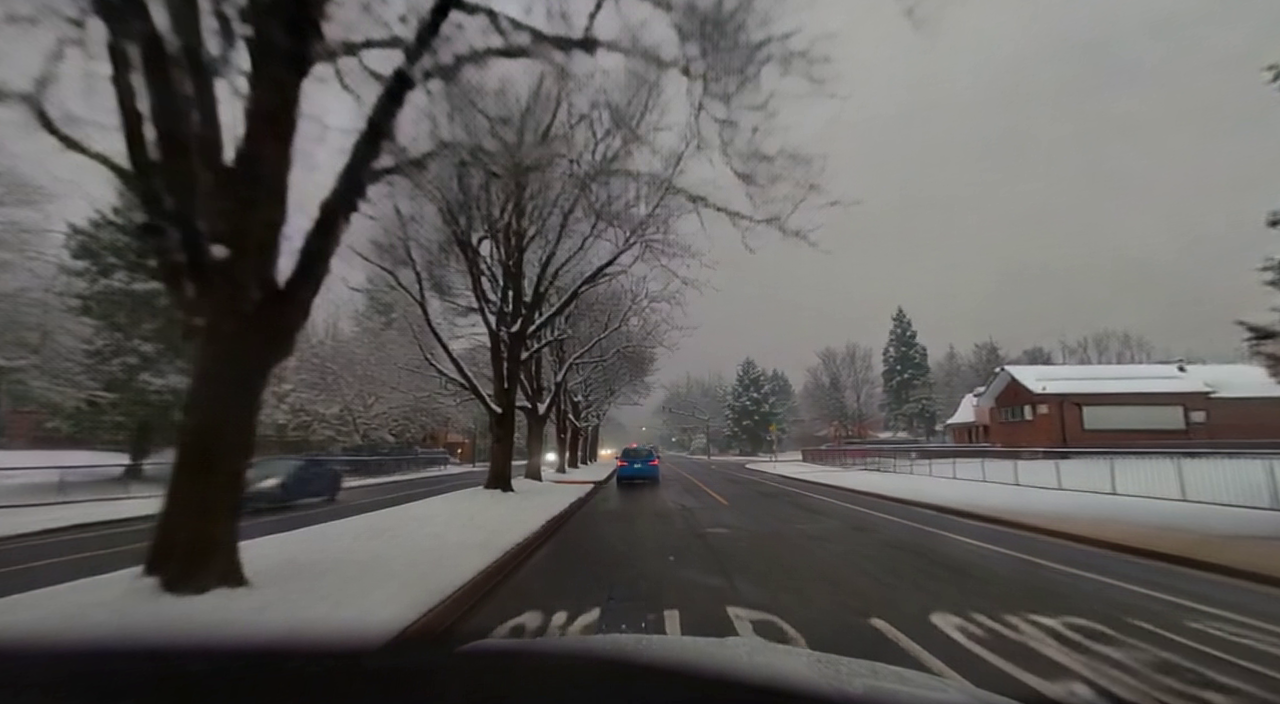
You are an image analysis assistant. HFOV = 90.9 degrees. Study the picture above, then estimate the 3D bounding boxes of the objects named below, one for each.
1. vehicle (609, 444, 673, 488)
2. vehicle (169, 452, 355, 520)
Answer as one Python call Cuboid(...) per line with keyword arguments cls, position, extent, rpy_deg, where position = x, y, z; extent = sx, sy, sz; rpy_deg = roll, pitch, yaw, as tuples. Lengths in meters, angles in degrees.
Cuboid(cls="vehicle", position=(0.030, 4.221, 23.737), extent=(2.158, 1.469, 4.909), rpy_deg=(0, -9, 0))
Cuboid(cls="vehicle", position=(-9.532, 3.381, 16.456), extent=(2.030, 1.468, 4.469), rpy_deg=(-1, -9, 1))
